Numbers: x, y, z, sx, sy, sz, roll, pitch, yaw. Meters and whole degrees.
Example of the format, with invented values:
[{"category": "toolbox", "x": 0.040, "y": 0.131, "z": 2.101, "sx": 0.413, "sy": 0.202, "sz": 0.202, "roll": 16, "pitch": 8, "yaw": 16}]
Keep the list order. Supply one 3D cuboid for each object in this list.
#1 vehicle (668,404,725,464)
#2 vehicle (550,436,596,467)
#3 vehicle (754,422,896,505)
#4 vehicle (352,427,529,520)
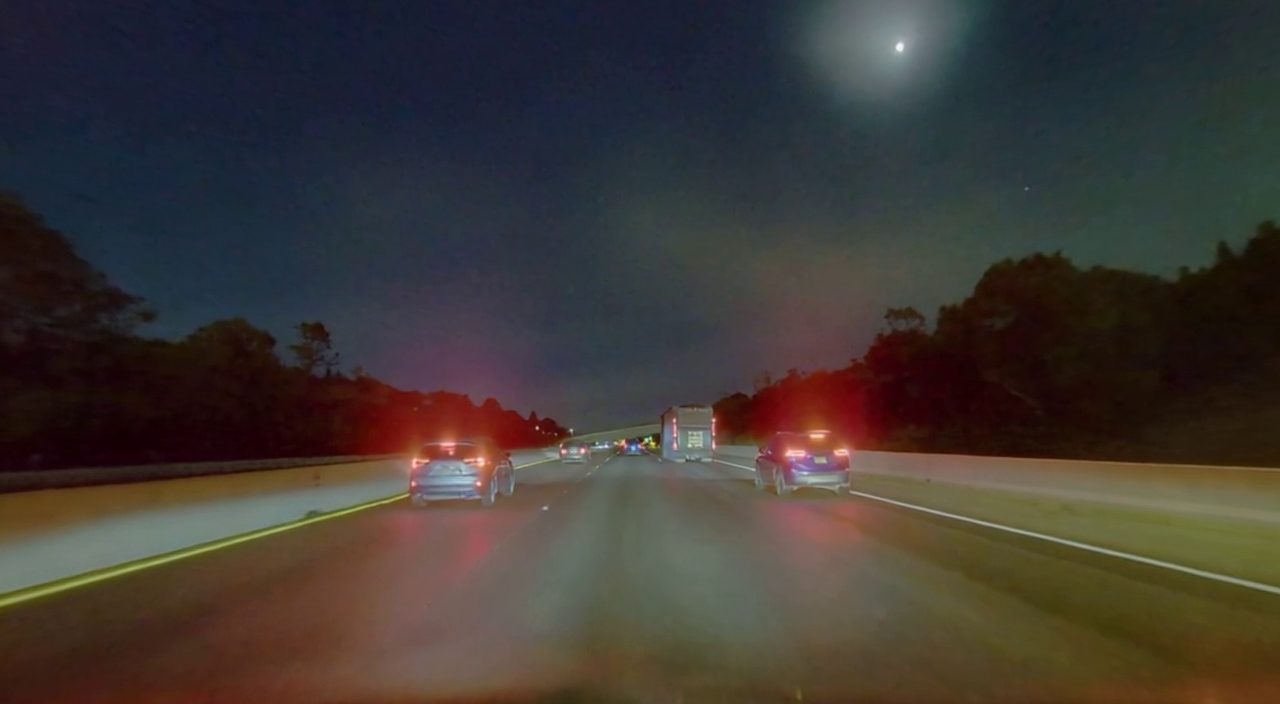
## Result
[{"category": "vehicle", "x": 3.665, "y": 5.774, "z": 44.097, "sx": 2.824, "sy": 3.585, "sz": 11.410, "roll": -1, "pitch": -8, "yaw": -1}, {"category": "vehicle", "x": -3.522, "y": 5.291, "z": 33.737, "sx": 2.064, "sy": 1.479, "sz": 4.370, "roll": -1, "pitch": -8, "yaw": -1}, {"category": "vehicle", "x": 4.065, "y": 2.520, "z": 14.661, "sx": 2.001, "sy": 1.625, "sz": 4.088, "roll": -1, "pitch": -8, "yaw": -1}, {"category": "vehicle", "x": -3.716, "y": 2.336, "z": 12.735, "sx": 2.122, "sy": 1.486, "sz": 4.532, "roll": -1, "pitch": -8, "yaw": 0}]
